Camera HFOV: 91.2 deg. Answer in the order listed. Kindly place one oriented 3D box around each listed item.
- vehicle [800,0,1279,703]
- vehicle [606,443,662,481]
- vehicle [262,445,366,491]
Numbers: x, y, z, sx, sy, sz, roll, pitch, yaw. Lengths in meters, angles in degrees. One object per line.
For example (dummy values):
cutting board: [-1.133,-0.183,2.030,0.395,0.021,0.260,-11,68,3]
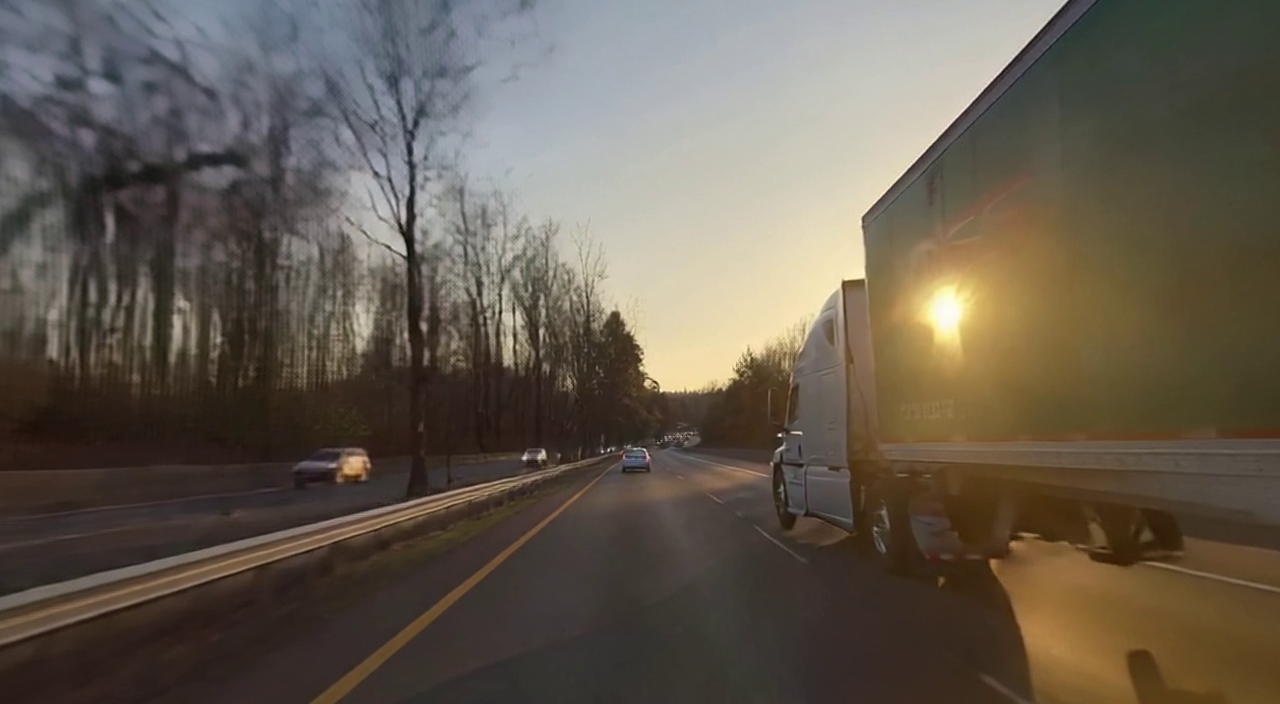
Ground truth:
vehicle: [4.421,-0.299,3.154,3.317,4.020,14.141,0,-9,-1]
vehicle: [-0.284,4.751,27.276,2.244,1.506,4.097,0,-9,-1]
vehicle: [-13.386,4.765,26.078,1.995,1.693,4.326,0,-9,0]
